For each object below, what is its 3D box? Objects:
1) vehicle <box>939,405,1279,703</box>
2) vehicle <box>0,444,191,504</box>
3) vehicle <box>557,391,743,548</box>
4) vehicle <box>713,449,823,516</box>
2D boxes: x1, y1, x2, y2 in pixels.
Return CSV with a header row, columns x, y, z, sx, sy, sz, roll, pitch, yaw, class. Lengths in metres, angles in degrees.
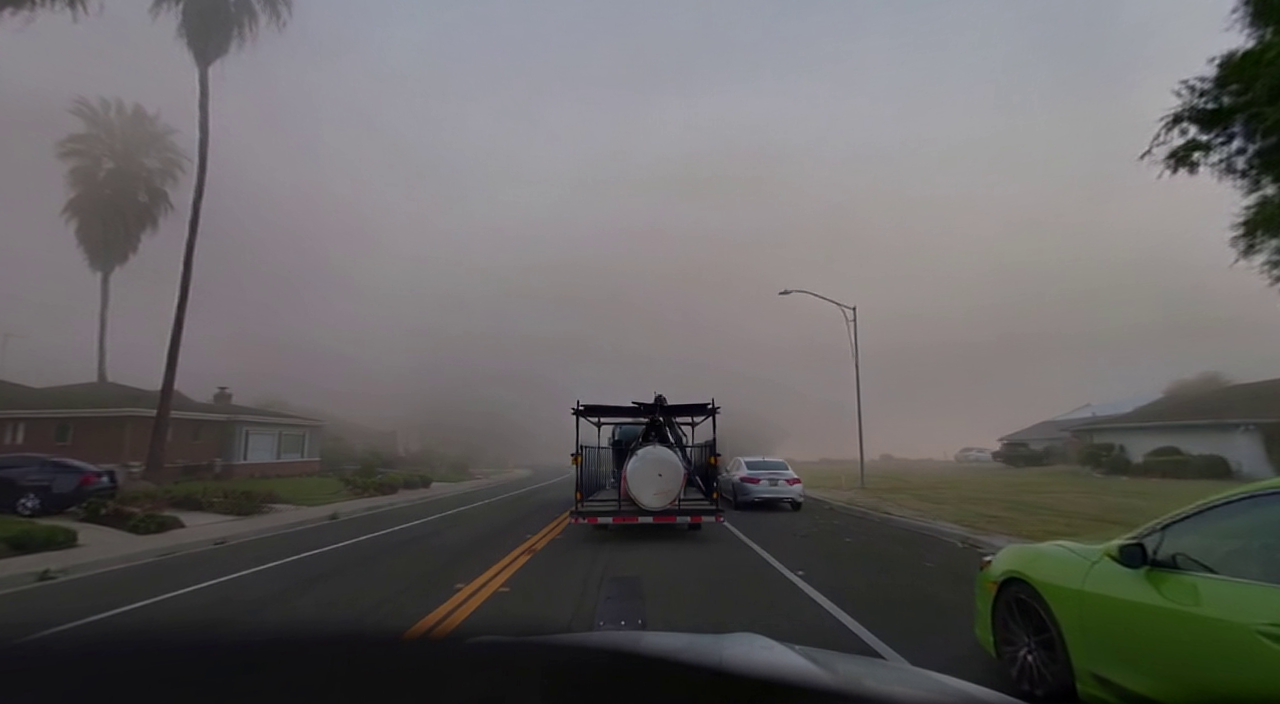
x,y,z,sx,sy,sz,roll,pitch,yaw,class
3.020,0.867,1.485,2.171,1.520,4.853,0,-9,-1,vehicle
-15.115,3.249,16.918,4.490,1.500,1.875,0,-9,-2,vehicle
0.180,2.229,12.595,2.728,2.305,6.506,0,-9,1,vehicle
3.213,3.357,16.683,2.010,1.499,4.107,0,-9,0,vehicle
